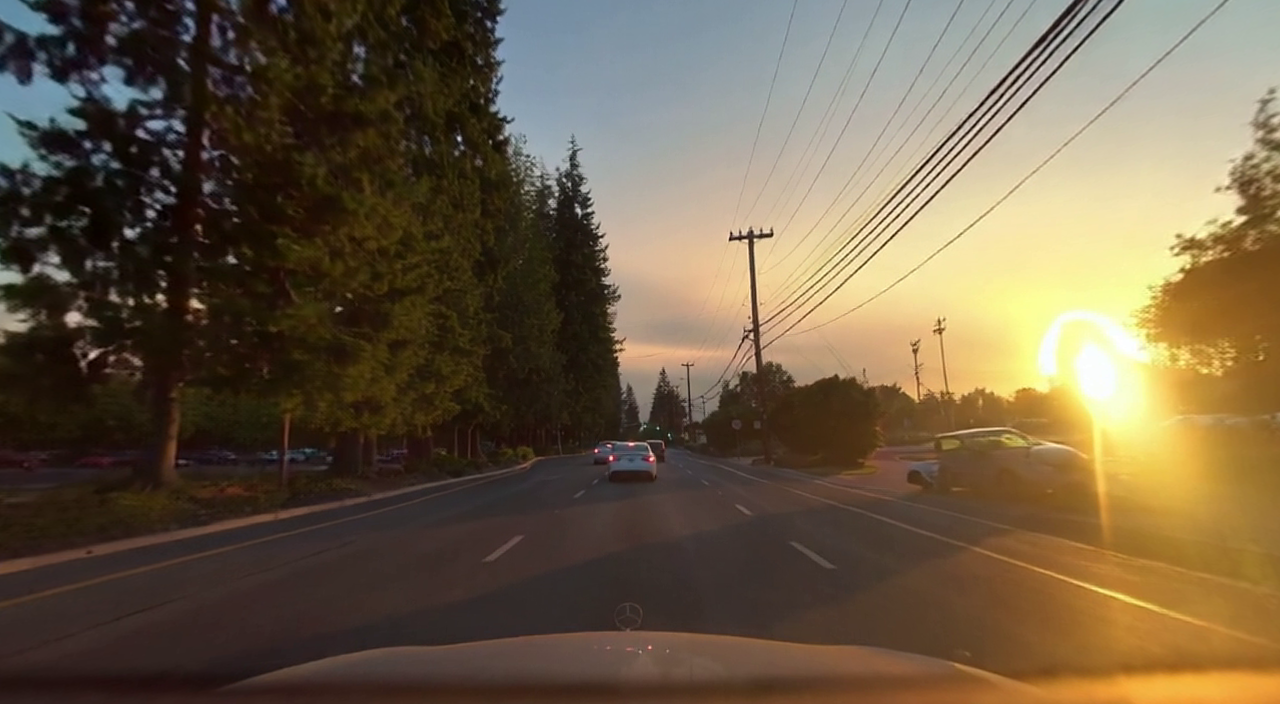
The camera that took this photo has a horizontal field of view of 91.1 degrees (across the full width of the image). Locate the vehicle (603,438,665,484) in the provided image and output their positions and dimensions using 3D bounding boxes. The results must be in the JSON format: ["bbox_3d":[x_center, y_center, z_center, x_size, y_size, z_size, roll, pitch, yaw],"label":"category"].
[{"bbox_3d":[-0.202,3.828,22.366,1.991,1.463,3.988,0,-8,0],"label":"vehicle"}]
